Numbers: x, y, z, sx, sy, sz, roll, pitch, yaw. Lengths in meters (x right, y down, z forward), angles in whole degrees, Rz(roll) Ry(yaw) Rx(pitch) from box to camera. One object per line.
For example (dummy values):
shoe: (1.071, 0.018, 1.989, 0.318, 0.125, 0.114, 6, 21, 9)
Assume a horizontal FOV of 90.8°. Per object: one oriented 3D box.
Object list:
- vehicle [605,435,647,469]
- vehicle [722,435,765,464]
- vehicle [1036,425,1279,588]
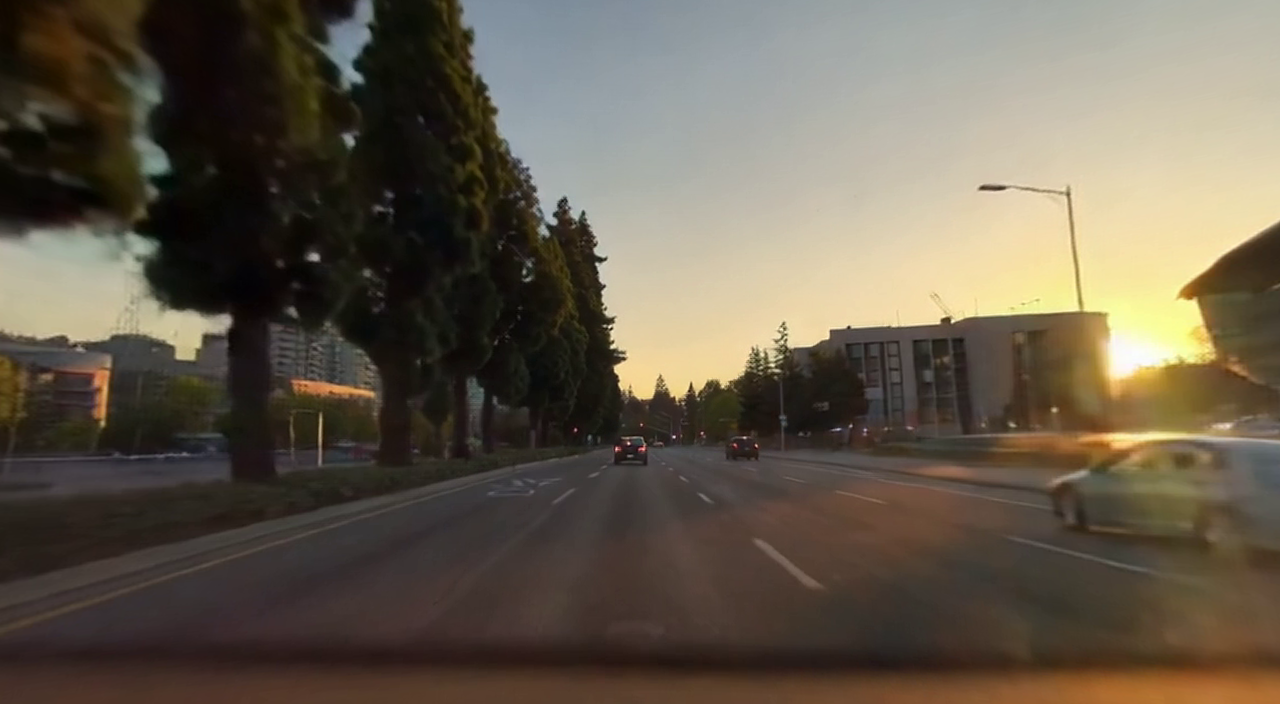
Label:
vehicle: (-0.696, 5.568, 35.365, 2.193, 1.794, 4.457, 0, -8, 0)
vehicle: (6.769, 6.448, 41.907, 2.026, 1.804, 4.565, 0, -8, -1)
vehicle: (6.902, 1.591, 7.034, 2.139, 1.471, 4.393, 0, -8, 0)
